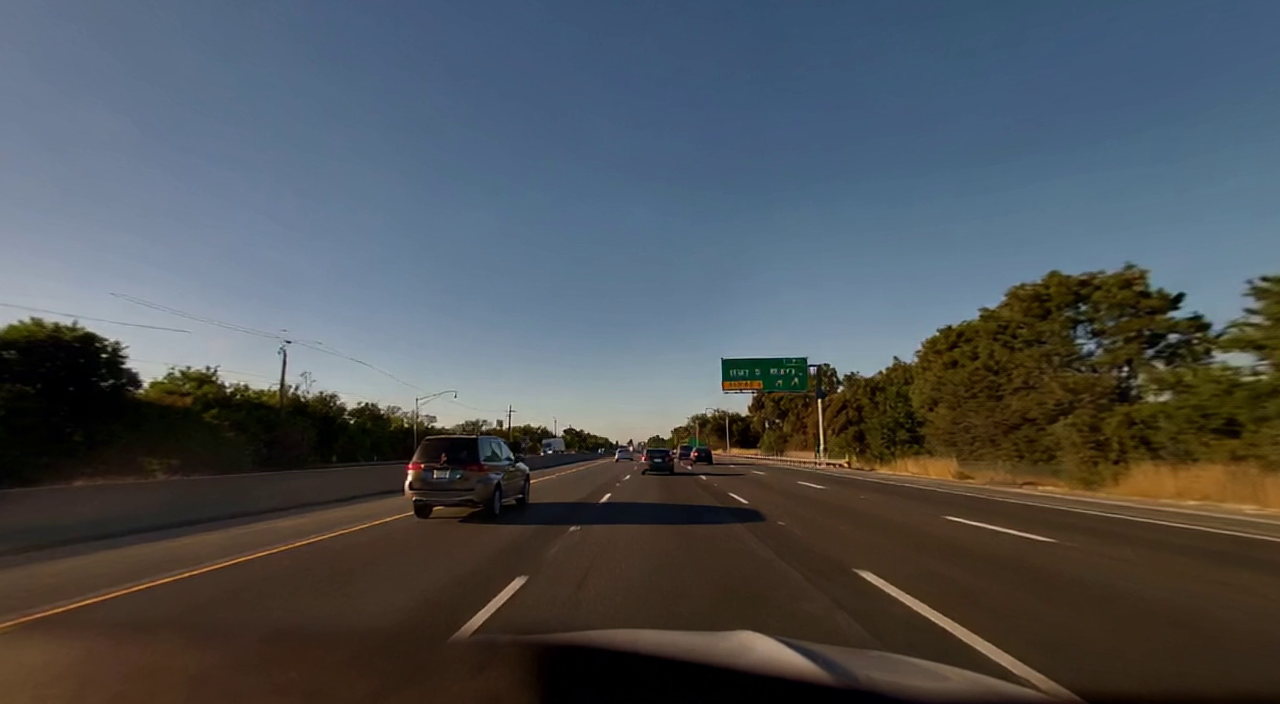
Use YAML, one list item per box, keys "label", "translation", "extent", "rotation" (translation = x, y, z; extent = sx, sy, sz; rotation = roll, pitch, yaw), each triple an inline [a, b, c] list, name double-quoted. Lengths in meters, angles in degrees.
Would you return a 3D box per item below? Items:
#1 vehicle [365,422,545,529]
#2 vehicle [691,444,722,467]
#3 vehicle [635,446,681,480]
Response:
- label: "vehicle"
  translation: [-3.363, 2.351, 12.538]
  extent: [2.142, 1.724, 4.344]
  rotation: [0, -9, 1]
- label: "vehicle"
  translation: [5.150, 8.097, 49.444]
  extent: [1.975, 1.650, 4.257]
  rotation: [0, -9, 0]
- label: "vehicle"
  translation: [0.816, 5.131, 29.353]
  extent: [2.004, 1.471, 4.032]
  rotation: [0, -9, 1]
